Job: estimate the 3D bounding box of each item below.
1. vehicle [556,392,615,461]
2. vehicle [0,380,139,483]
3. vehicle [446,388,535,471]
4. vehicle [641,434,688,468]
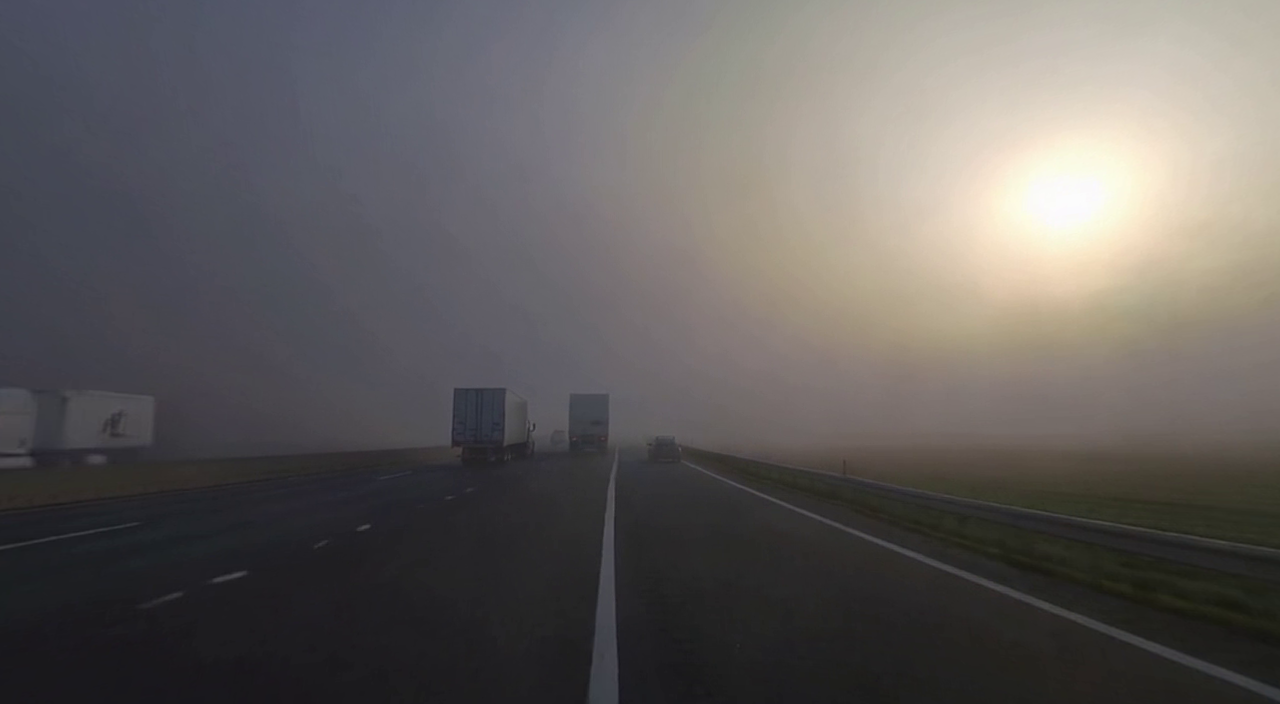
[{"bbox_3d":[-3.715,5.616,46.064,3.475,4.037,17.454,0,-8,-3],"label":"vehicle"},{"bbox_3d":[-26.616,3.384,26.527,2.933,3.990,9.988,0,-8,-2],"label":"vehicle"},{"bbox_3d":[-6.765,3.674,29.578,2.728,3.405,7.096,0,-8,-3],"label":"vehicle"},{"bbox_3d":[1.088,4.647,29.812,1.891,1.477,3.599,0,-8,-3],"label":"vehicle"}]
